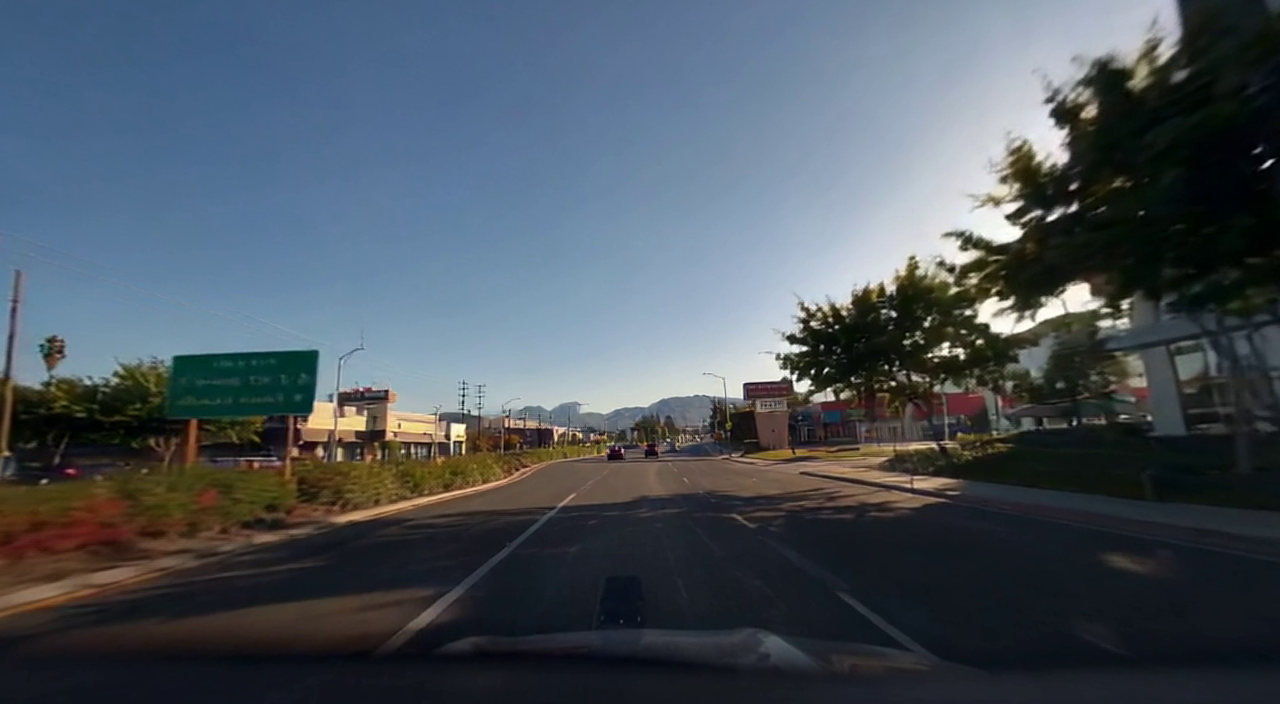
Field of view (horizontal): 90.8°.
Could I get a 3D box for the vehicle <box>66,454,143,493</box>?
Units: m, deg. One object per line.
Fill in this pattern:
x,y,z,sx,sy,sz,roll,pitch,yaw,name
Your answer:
-29.899,6.830,35.481,1.950,1.961,4.927,4,-12,-25,vehicle

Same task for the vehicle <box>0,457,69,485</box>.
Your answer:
-44.343,8.624,45.581,5.265,1.768,2.045,-5,-9,15,vehicle
